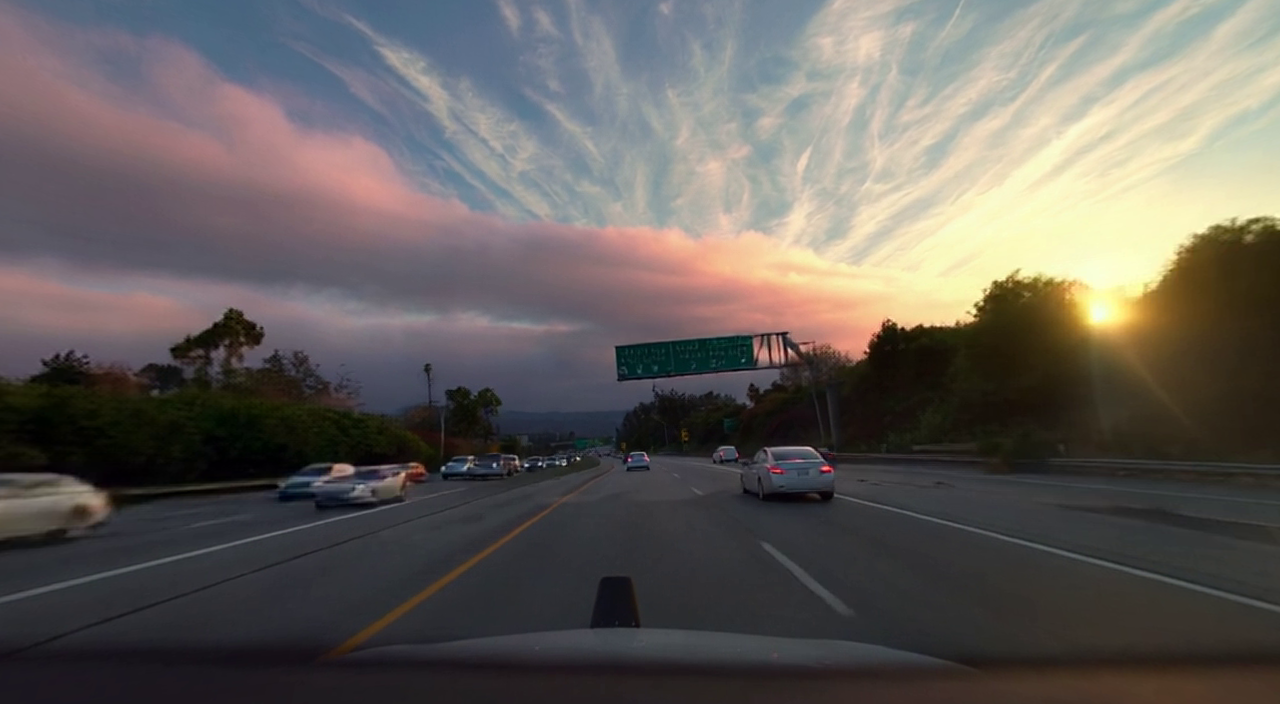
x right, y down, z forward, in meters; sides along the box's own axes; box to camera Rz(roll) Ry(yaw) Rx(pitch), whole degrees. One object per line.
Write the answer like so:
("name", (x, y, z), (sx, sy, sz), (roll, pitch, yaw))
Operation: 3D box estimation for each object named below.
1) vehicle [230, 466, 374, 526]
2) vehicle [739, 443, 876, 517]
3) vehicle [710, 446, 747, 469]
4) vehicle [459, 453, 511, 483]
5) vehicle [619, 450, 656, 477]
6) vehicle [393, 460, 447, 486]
("vehicle", (-9.874, 4.224, 18.942), (1.940, 1.435, 4.312), (0, -9, 0))
("vehicle", (3.775, 2.948, 15.156), (1.972, 1.488, 4.335), (0, -9, -2))
("vehicle", (6.678, 8.024, 48.151), (2.094, 1.652, 3.955), (0, -9, -3))
("vehicle", (-10.255, 7.675, 42.166), (2.212, 1.815, 4.785), (0, -9, 0))
("vehicle", (-0.136, 6.588, 37.664), (2.090, 1.510, 4.280), (0, -9, 0))
("vehicle", (-13.763, 7.585, 39.818), (1.821, 1.437, 4.457), (0, -9, 0))
